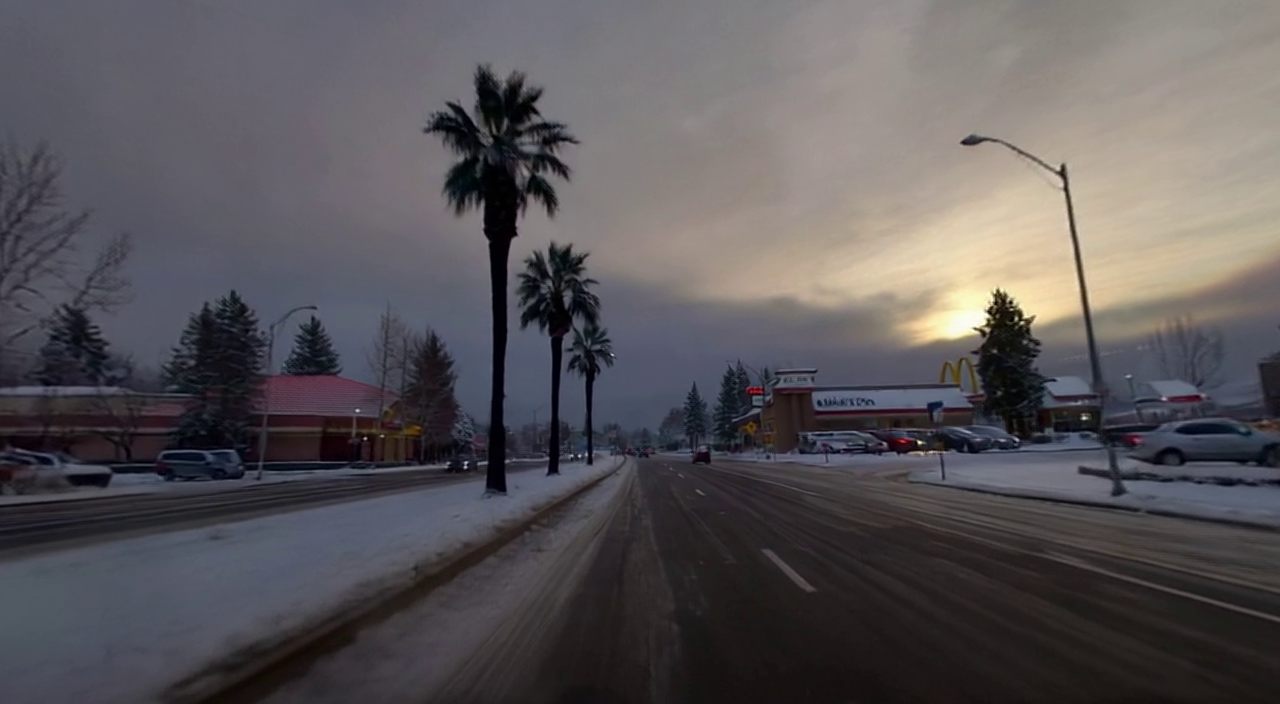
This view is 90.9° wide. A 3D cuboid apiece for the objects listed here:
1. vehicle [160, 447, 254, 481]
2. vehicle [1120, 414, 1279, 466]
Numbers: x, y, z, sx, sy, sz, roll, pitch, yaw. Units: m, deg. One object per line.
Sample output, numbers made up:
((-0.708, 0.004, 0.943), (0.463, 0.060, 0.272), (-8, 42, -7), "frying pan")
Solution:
((-32.190, 8.457, 47.174), (2.415, 2.234, 6.082), (-2, -12, 3), "vehicle")
((18.436, 2.800, 20.025), (4.691, 1.545, 1.900), (-1, -8, 4), "vehicle")
